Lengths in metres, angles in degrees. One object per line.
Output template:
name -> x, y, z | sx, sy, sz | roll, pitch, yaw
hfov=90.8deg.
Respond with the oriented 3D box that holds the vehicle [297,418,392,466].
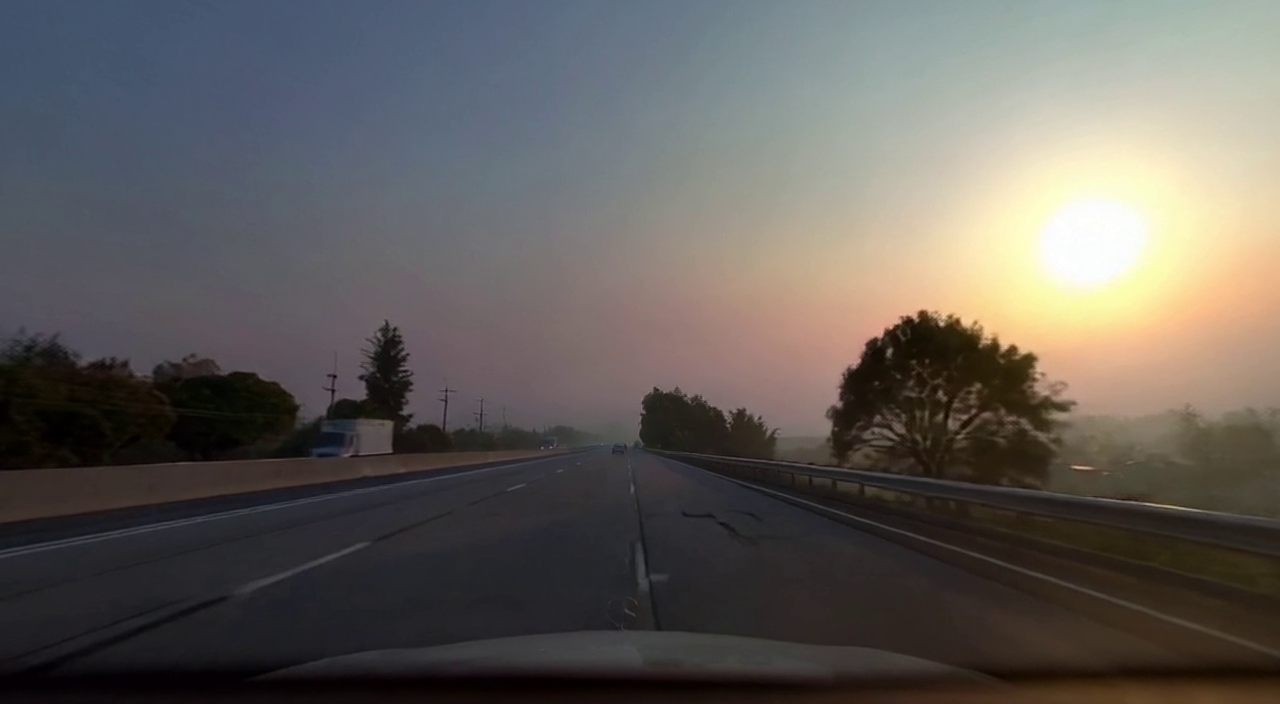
vehicle -> -19.339, 6.047, 41.916 | 2.729, 2.892, 7.831 | 0, -9, -2
